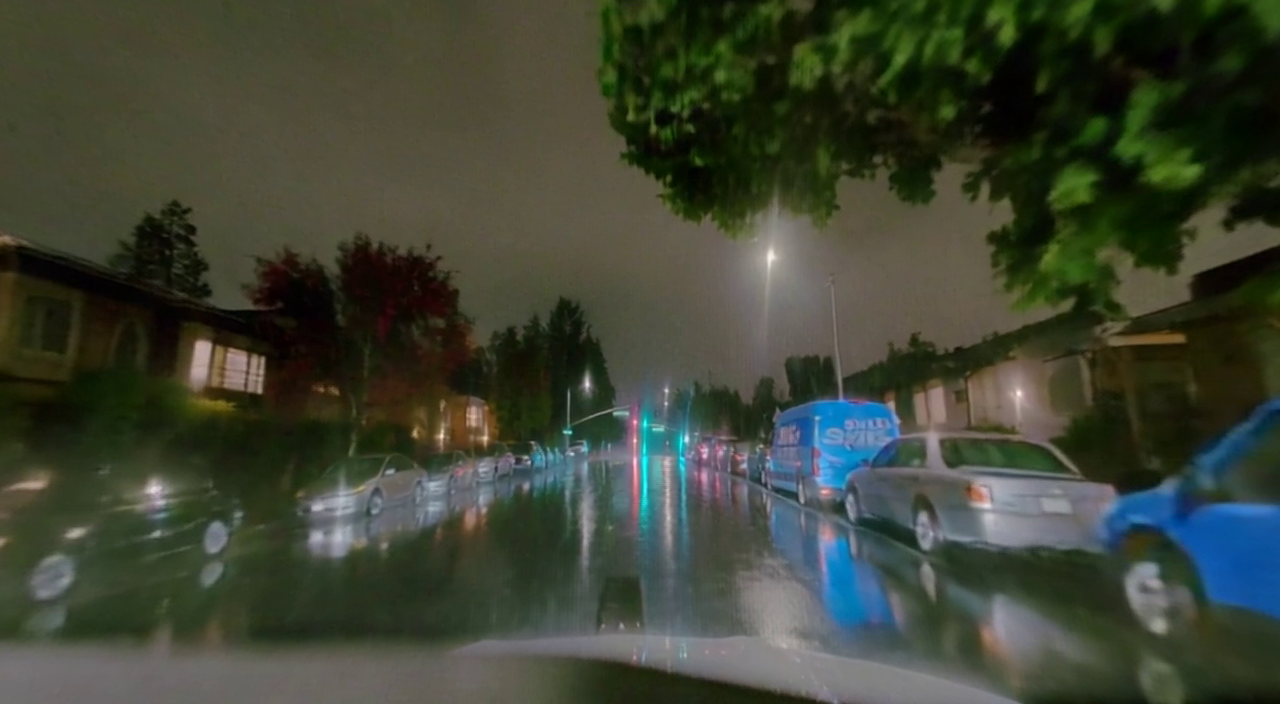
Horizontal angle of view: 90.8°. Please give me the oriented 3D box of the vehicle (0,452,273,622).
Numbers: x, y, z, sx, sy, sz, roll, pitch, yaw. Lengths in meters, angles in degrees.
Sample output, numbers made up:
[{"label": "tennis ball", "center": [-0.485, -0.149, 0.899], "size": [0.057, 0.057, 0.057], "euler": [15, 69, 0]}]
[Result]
[{"label": "vehicle", "center": [-6.671, 2.043, 7.903], "size": [1.731, 1.423, 4.504], "euler": [-2, -8, -4]}]

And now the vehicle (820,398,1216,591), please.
[{"label": "vehicle", "center": [4.359, 1.763, 8.923], "size": [1.907, 1.768, 6.059], "euler": [0, -8, 1]}]

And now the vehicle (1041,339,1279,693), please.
[{"label": "vehicle", "center": [4.483, 0.744, 2.497], "size": [2.072, 1.883, 5.576], "euler": [0, -8, 0]}]

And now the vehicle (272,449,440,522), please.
[{"label": "vehicle", "center": [-6.694, 3.158, 15.631], "size": [1.869, 1.467, 4.921], "euler": [0, -9, 0]}]

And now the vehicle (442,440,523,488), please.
[{"label": "vehicle", "center": [-6.689, 4.800, 27.574], "size": [2.162, 1.846, 5.426], "euler": [0, -8, 0]}]

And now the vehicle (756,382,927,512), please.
[{"label": "vehicle", "center": [4.644, 2.361, 15.841], "size": [2.178, 2.656, 5.712], "euler": [0, -9, -2]}]
